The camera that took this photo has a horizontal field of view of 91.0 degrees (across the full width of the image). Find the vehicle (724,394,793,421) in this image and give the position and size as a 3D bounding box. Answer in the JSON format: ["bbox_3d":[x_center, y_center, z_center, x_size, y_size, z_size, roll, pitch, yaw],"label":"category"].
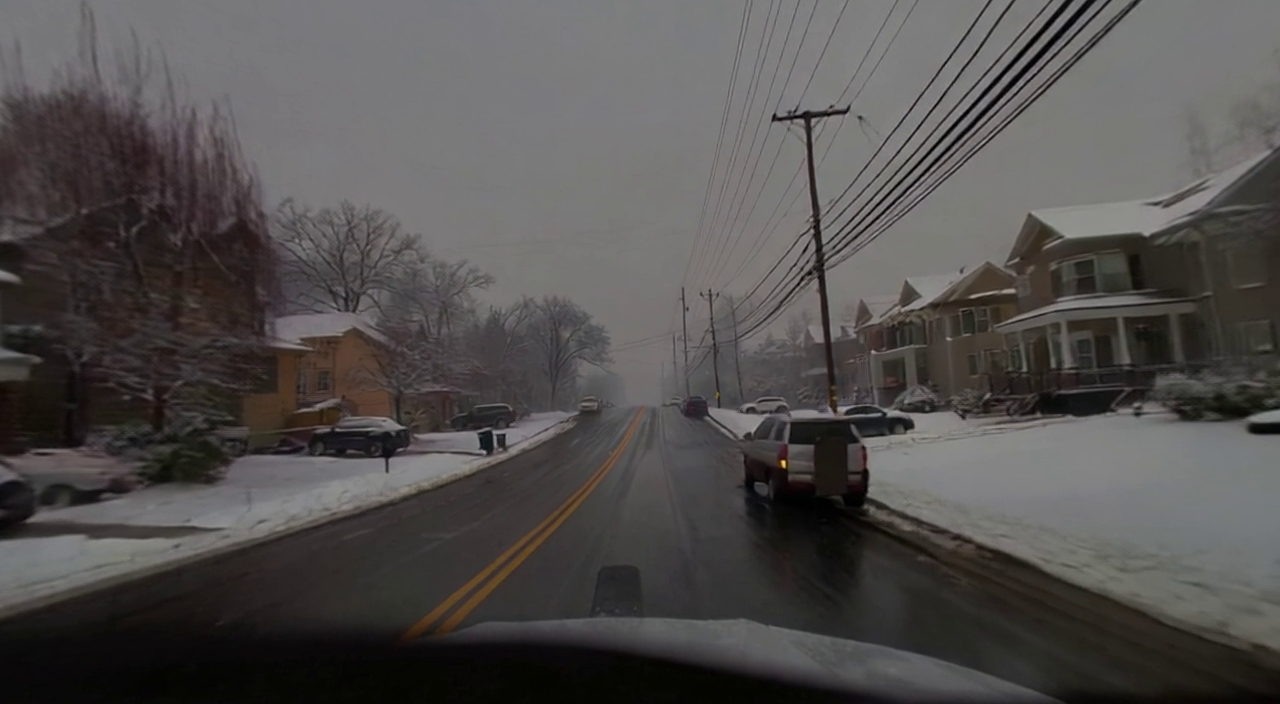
[{"bbox_3d":[8.925,4.221,47.588,4.893,1.642,1.874,-3,-9,5],"label":"vehicle"}]

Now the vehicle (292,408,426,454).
[{"bbox_3d":[-11.481,3.299,25.955,4.525,1.797,2.024,-1,-9,5],"label":"vehicle"}]

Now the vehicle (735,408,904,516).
[{"bbox_3d":[3.493,2.142,13.400,2.211,1.860,4.813,0,-5,0],"label":"vehicle"}]

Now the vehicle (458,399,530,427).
[{"bbox_3d":[-10.366,4.340,44.747,4.484,1.538,1.901,4,-7,5],"label":"vehicle"}]
